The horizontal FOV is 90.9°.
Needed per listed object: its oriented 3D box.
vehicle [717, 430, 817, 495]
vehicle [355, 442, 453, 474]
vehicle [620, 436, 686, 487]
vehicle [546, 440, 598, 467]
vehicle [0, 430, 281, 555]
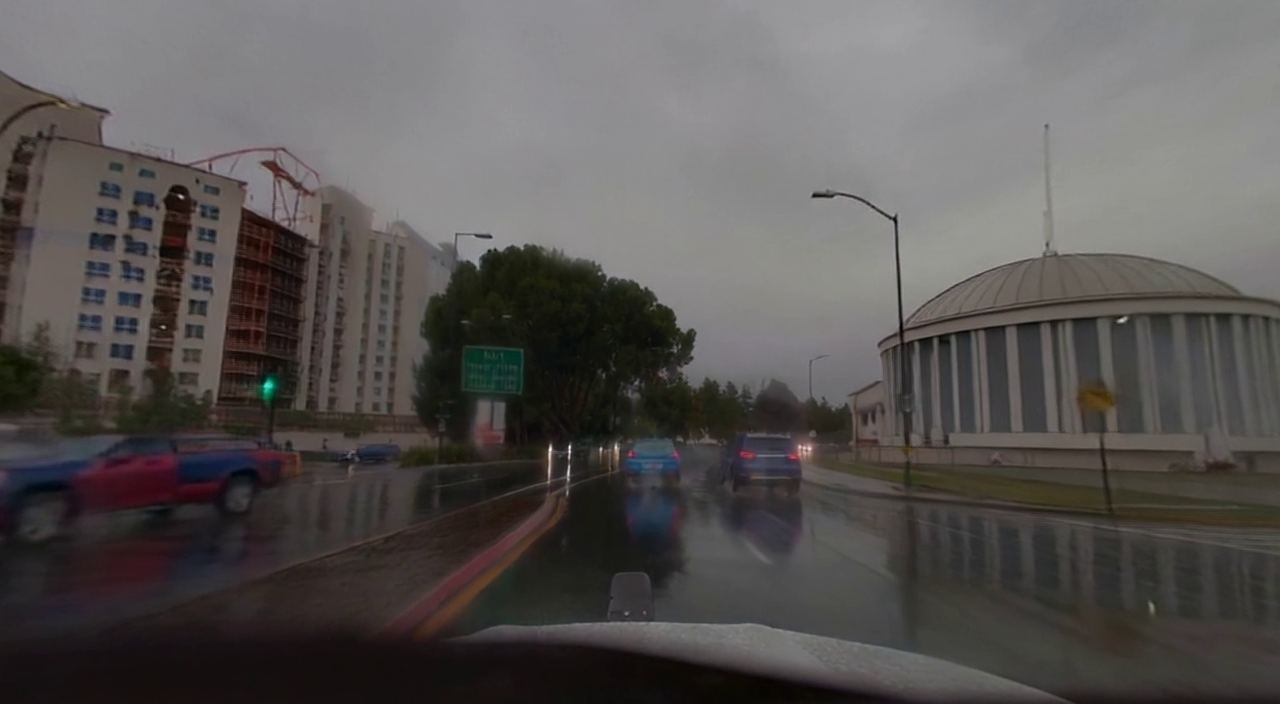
[{"bbox_3d":[3.761,3.380,19.709,2.320,1.772,4.872,0,-8,3],"label":"vehicle"},{"bbox_3d":[-11.960,5.335,32.027,4.351,1.490,2.012,4,-9,-28],"label":"vehicle"},{"bbox_3d":[0.523,3.871,22.542,2.132,1.632,3.889,-1,-8,3],"label":"vehicle"},{"bbox_3d":[-4.821,7.231,45.247,2.254,1.789,4.736,-2,-9,13],"label":"vehicle"},{"bbox_3d":[-8.392,2.098,10.260,2.121,1.513,4.827,-1,-8,2],"label":"vehicle"}]
